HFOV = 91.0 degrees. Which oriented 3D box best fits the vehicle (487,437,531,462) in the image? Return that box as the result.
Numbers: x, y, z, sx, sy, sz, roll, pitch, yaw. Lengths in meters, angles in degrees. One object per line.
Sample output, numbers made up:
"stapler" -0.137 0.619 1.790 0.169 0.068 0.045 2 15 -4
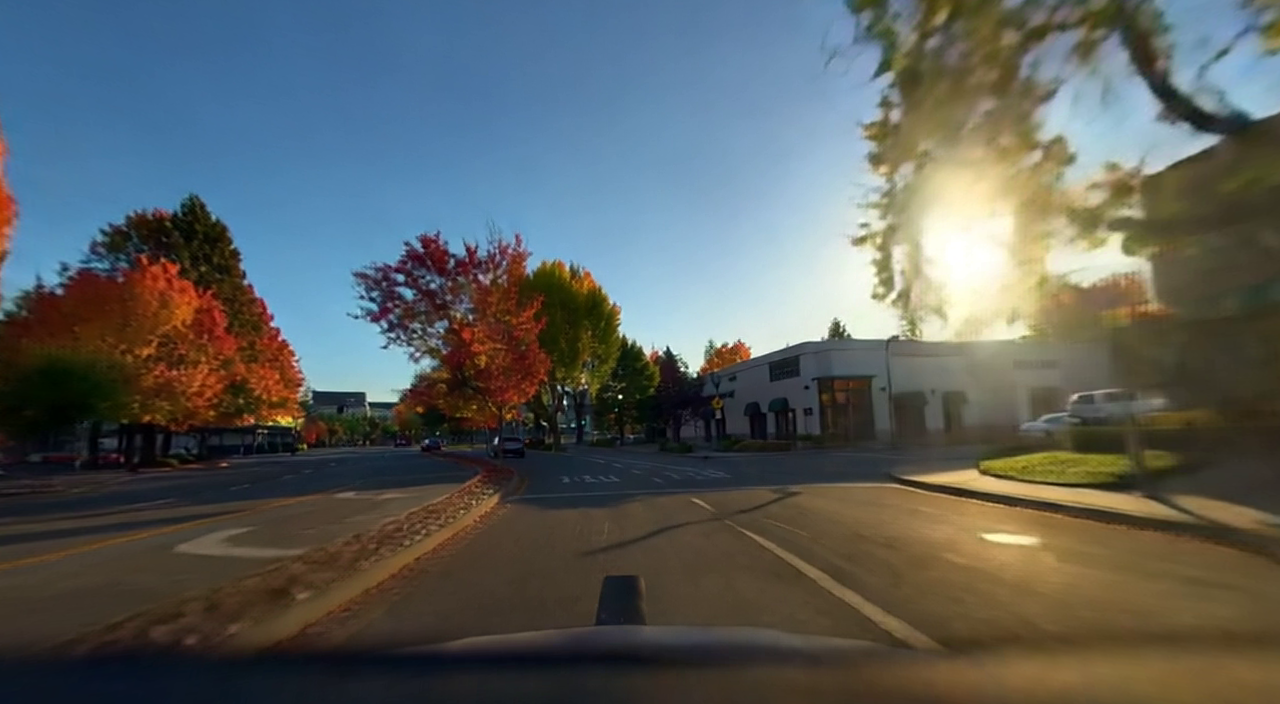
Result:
"vehicle" -8.530 6.330 40.845 2.018 1.512 4.304 3 -9 -22
